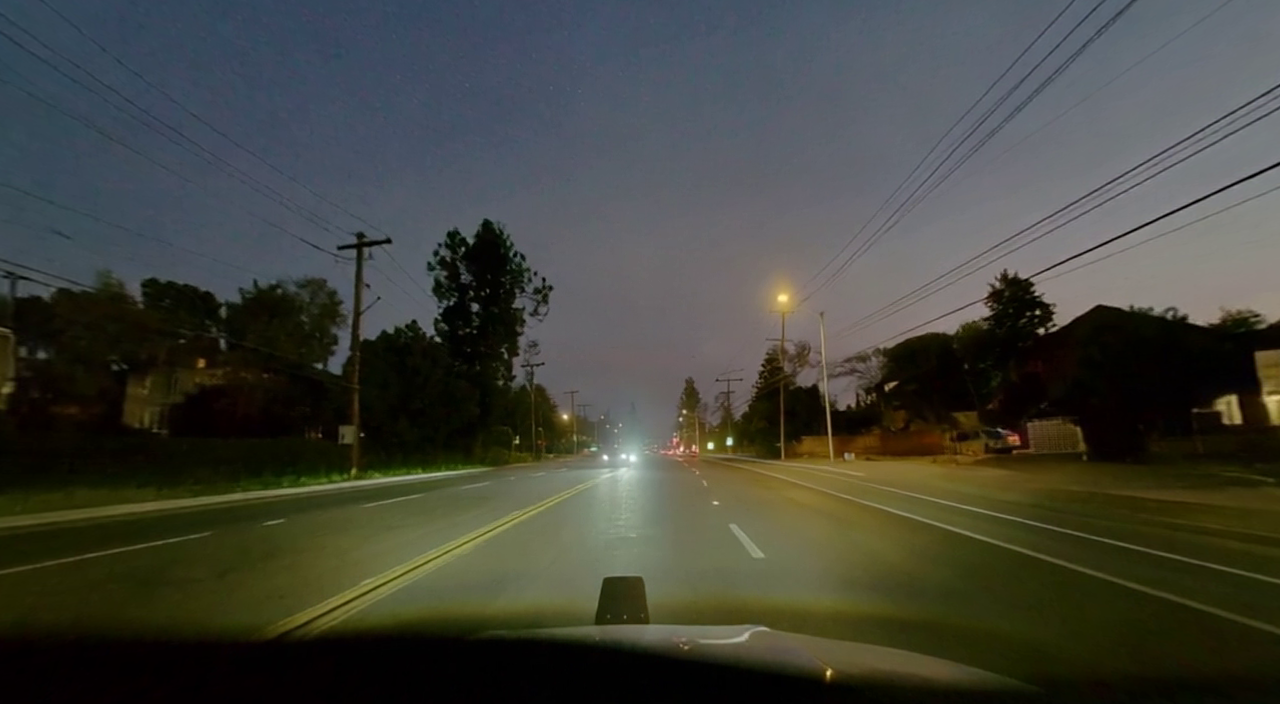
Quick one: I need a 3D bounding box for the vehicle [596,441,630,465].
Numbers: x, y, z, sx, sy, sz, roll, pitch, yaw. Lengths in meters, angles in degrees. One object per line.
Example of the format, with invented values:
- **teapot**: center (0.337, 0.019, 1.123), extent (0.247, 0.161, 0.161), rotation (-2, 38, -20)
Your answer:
- **vehicle**: center (-2.061, 7.842, 49.009), extent (2.107, 1.697, 4.736), rotation (-1, -9, 4)
